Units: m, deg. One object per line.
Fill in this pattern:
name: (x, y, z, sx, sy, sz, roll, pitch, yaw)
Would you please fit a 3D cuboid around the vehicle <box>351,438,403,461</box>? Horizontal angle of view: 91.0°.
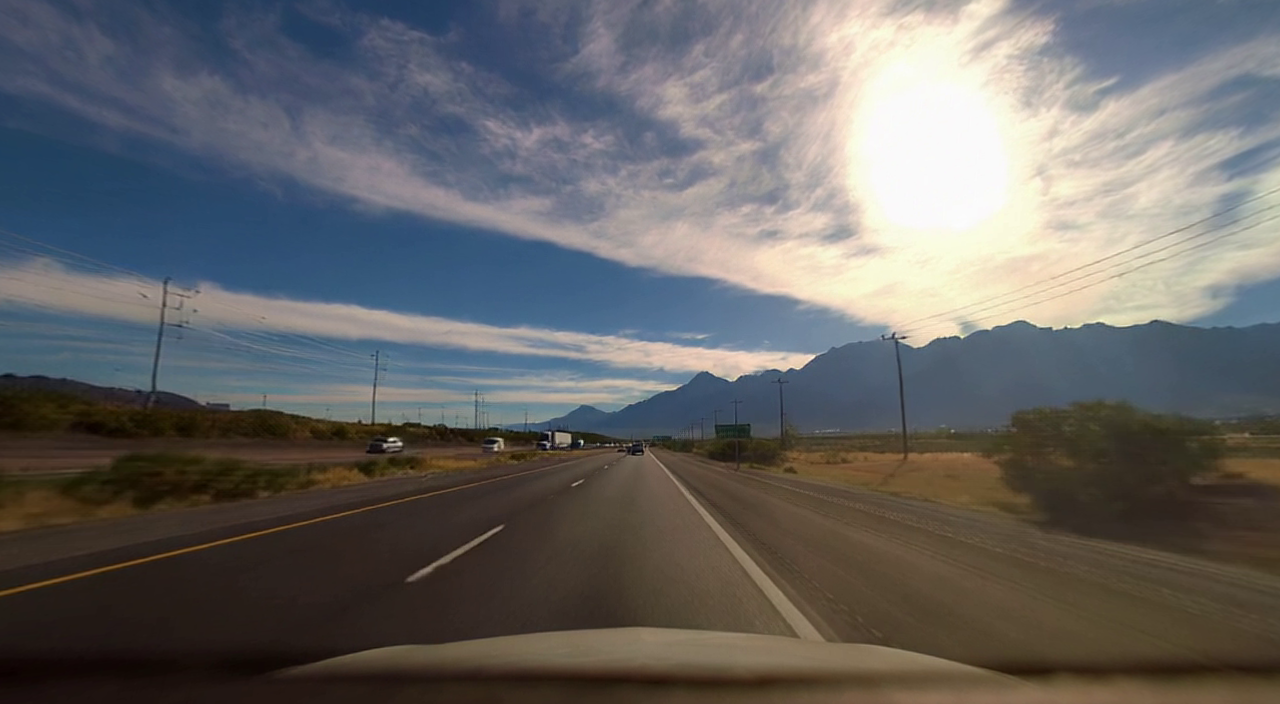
vehicle: (-20.769, 7.738, 49.896, 1.999, 1.691, 4.714, 0, -8, 2)
